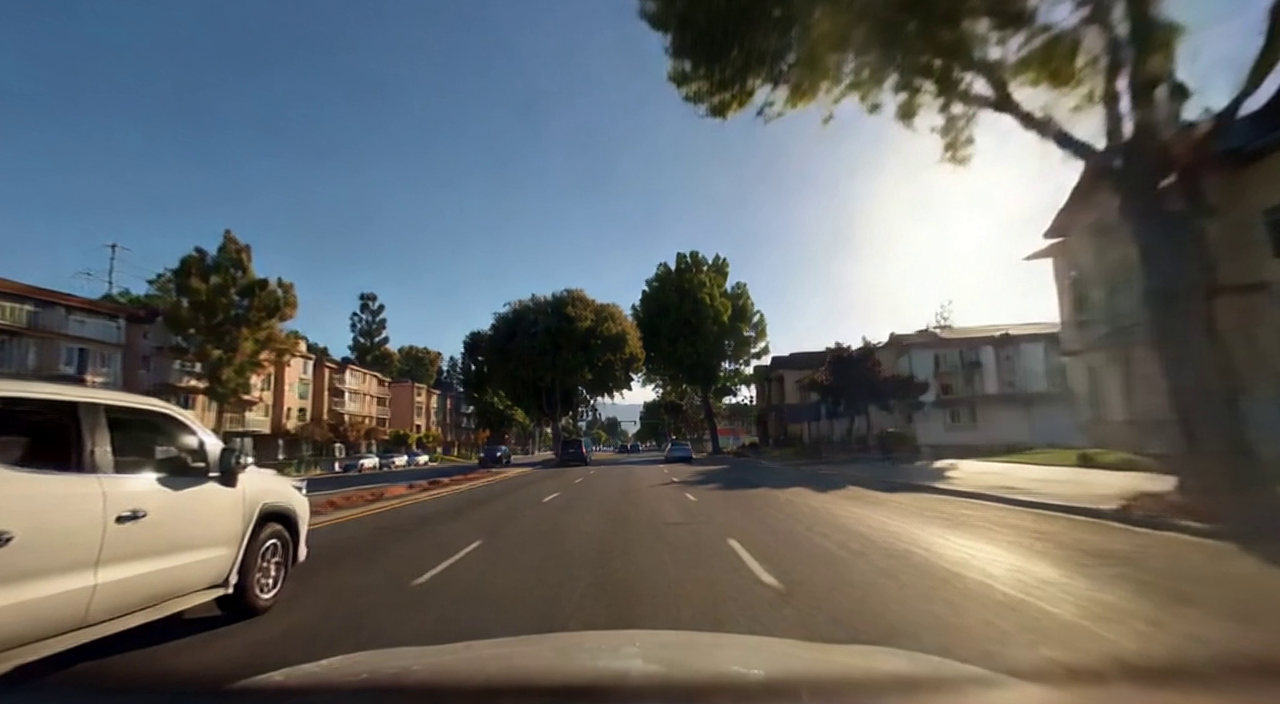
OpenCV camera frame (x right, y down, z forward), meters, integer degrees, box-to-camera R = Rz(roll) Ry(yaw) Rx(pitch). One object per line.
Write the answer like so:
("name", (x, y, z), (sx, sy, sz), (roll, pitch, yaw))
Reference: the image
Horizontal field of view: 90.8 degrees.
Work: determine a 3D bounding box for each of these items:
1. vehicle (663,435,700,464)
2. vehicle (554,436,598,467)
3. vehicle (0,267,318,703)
("vehicle", (2.631, 6.329, 41.182), (2.018, 1.719, 4.369), (0, -8, -1))
("vehicle", (-3.650, 5.761, 36.780), (2.083, 1.685, 4.069), (0, -8, 1))
("vehicle", (-3.576, 0.635, 2.107), (2.225, 1.984, 5.168), (0, -8, 1))
